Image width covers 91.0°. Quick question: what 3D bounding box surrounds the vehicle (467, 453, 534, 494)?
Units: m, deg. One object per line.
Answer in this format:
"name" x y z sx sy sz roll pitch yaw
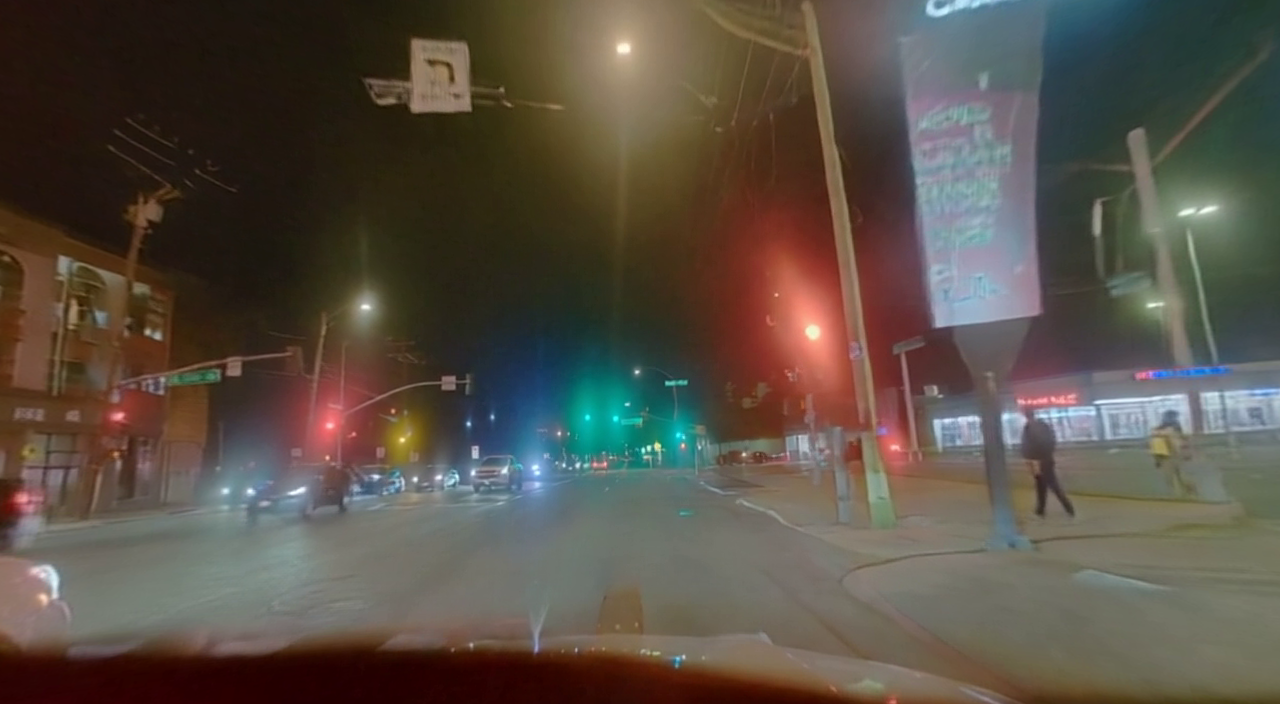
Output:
"vehicle" -6.215 5.416 28.470 2.012 1.664 3.917 0 -9 2

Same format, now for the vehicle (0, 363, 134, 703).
"vehicle" -3.227 0.618 0.360 2.042 1.673 4.516 0 -9 1

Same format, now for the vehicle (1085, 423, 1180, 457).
"vehicle" 25.174 4.566 32.301 1.690 1.559 3.521 0 -10 -7

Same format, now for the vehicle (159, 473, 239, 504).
"vehicle" -26.010 8.029 37.139 3.960 1.600 1.885 -4 -9 21

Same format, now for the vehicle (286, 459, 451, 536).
"vehicle" -6.362 3.440 15.481 1.960 1.479 4.654 0 -9 0

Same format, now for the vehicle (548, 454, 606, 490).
"vehicle" -2.870 5.588 29.630 2.147 1.472 4.406 0 -9 2

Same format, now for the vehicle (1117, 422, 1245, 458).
"vehicle" 27.846 4.616 32.649 2.083 1.668 4.638 0 -10 -8

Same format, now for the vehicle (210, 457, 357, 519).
"vehicle" -11.866 4.523 21.433 1.985 1.756 4.665 -1 -9 4
